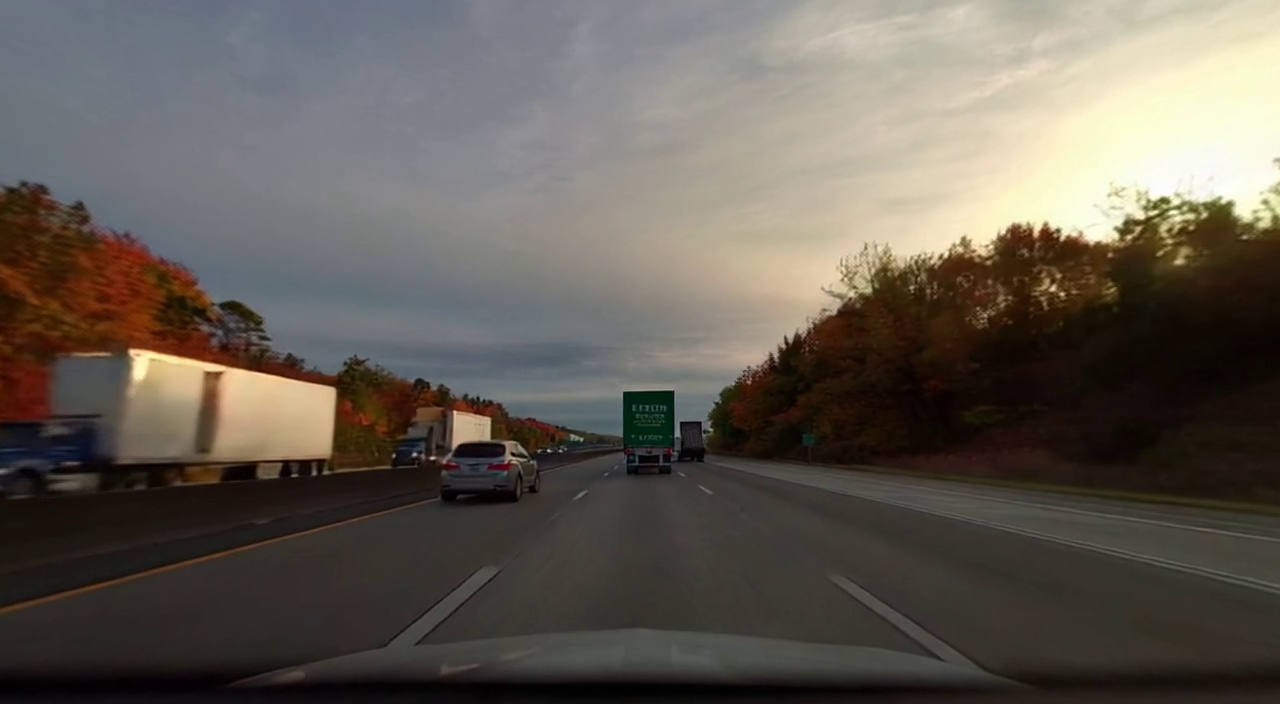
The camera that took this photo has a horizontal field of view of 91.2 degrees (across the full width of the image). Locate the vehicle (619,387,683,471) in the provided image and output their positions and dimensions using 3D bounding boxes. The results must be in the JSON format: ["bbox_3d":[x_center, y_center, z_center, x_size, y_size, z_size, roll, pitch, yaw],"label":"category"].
[{"bbox_3d":[0.506,4.518,35.716,3.057,4.073,10.792,0,-9,0],"label":"vehicle"}]

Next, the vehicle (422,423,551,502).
[{"bbox_3d":[-3.677,2.765,16.044,2.097,1.711,4.594,0,-9,1],"label":"vehicle"}]

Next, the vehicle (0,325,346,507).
[{"bbox_3d":[-15.808,2.648,22.871,3.300,4.600,14.107,0,-9,0],"label":"vehicle"}]
